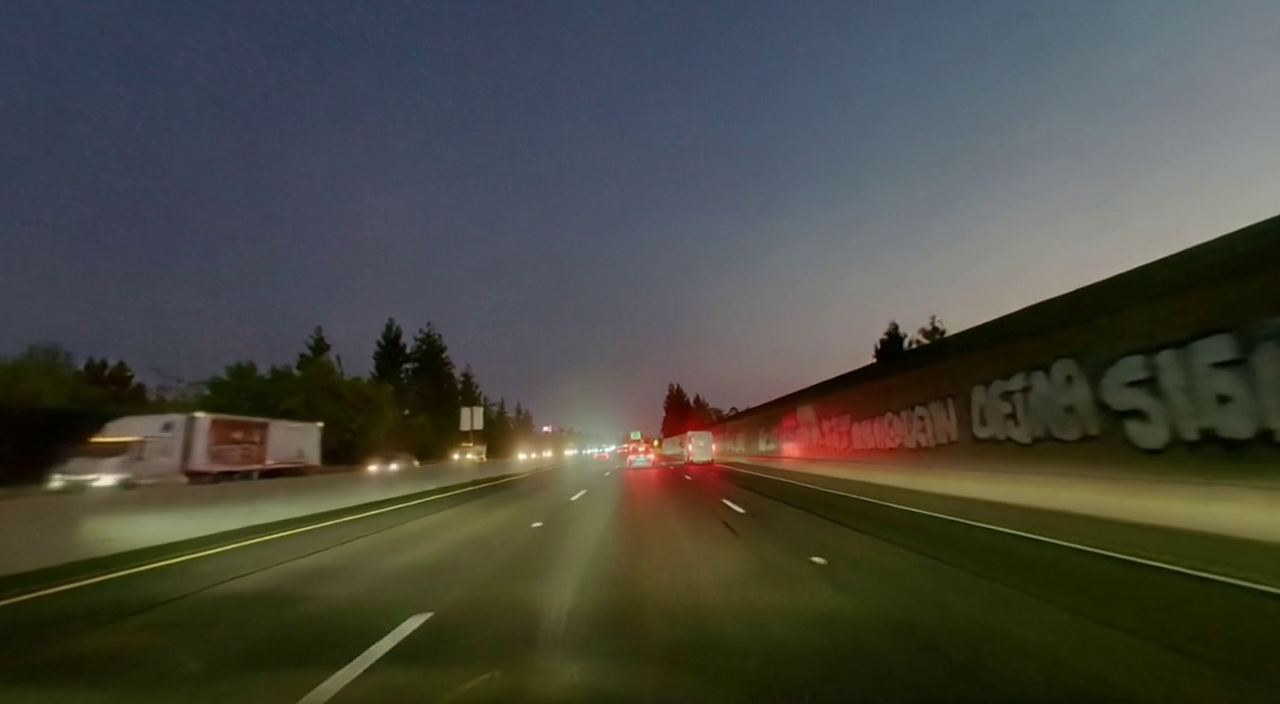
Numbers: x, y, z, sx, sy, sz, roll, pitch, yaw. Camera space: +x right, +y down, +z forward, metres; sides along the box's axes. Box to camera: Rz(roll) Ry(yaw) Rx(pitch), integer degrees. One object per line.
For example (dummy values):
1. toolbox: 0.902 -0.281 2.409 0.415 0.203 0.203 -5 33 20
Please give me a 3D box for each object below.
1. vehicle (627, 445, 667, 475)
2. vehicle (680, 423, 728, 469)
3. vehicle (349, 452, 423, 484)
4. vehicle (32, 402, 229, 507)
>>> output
1. vehicle: 0.310 5.826 34.105 2.009 1.506 4.091 0 -9 -1
2. vehicle: 4.356 6.592 44.112 2.549 2.931 6.310 0 -9 -1
3. vehicle: -13.142 5.994 32.930 1.944 1.542 4.525 0 -9 0
4. vehicle: -20.457 4.176 25.887 2.957 3.748 5.869 0 -9 0
